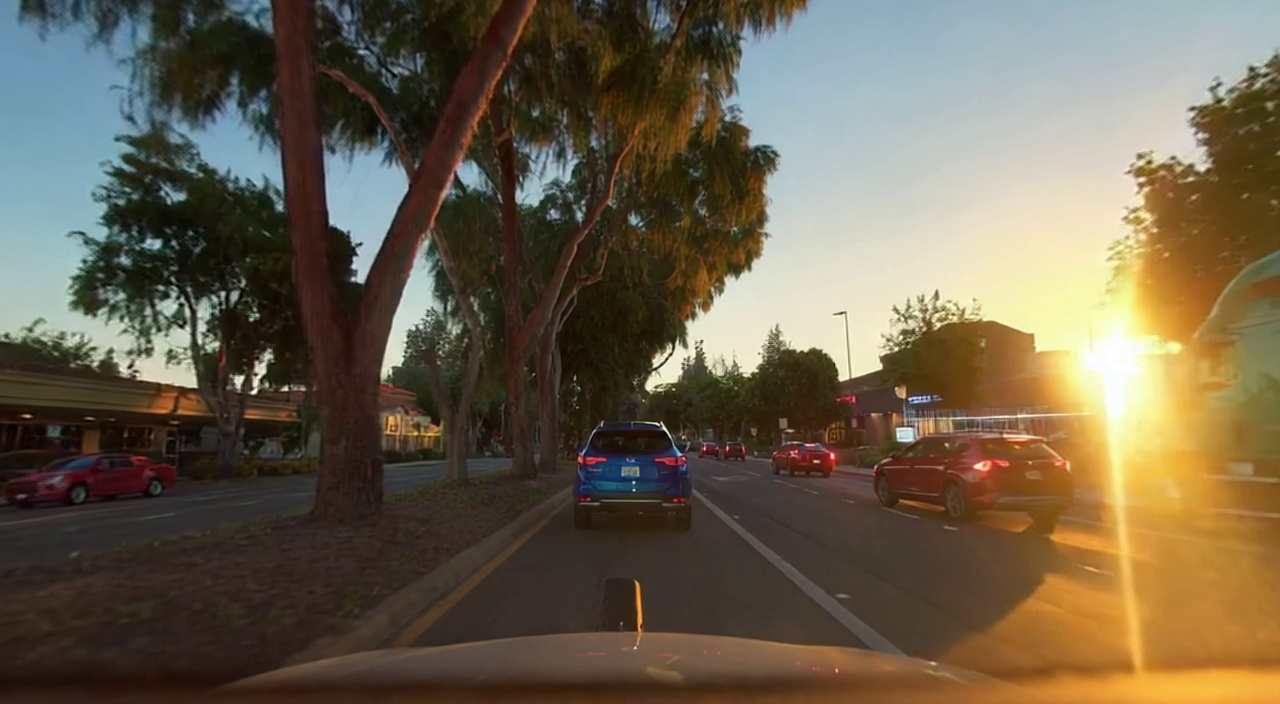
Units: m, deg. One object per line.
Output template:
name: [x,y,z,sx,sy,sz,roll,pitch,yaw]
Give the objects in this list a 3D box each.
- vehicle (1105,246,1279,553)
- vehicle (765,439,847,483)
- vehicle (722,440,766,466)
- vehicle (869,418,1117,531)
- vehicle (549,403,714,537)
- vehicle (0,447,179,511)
vehicle: [9.991,0.430,7.066,3.030,4.019,8.420,0,-9,0]
vehicle: [6.432,4.273,25.072,2.035,1.553,4.465,0,-9,0]
vehicle: [6.543,6.382,40.158,1.914,1.523,4.287,0,-9,-1]
vehicle: [6.199,2.205,11.899,2.056,1.703,4.428,0,-9,-1]
vehicle: [-0.145,1.984,11.123,2.320,1.880,4.192,0,-9,-1]
vehicle: [-19.273,4.287,22.056,2.302,1.939,5.221,0,-9,1]
